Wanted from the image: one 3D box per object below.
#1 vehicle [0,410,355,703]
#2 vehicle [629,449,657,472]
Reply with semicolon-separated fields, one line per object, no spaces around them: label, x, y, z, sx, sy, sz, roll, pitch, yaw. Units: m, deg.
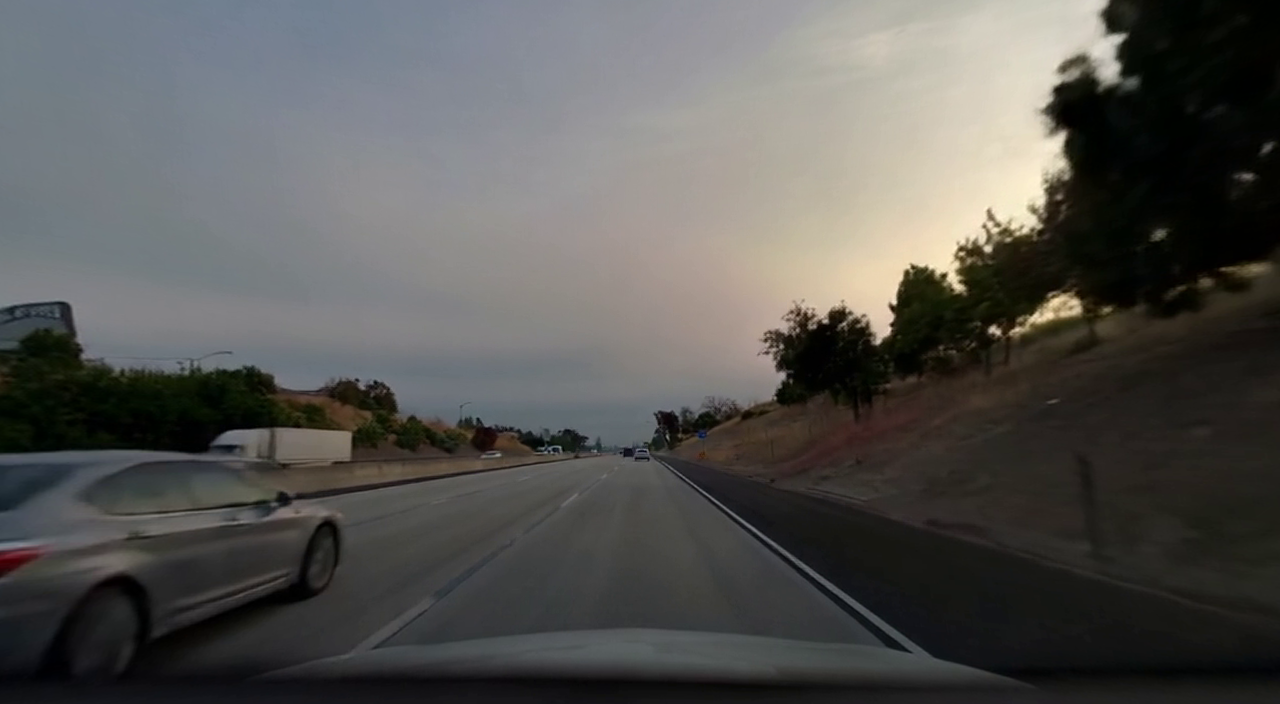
vehicle;-3.712;1.194;3.897;1.978;1.498;4.080;0;-9;0
vehicle;0.203;7.475;43.728;1.908;1.515;3.871;0;-9;0
